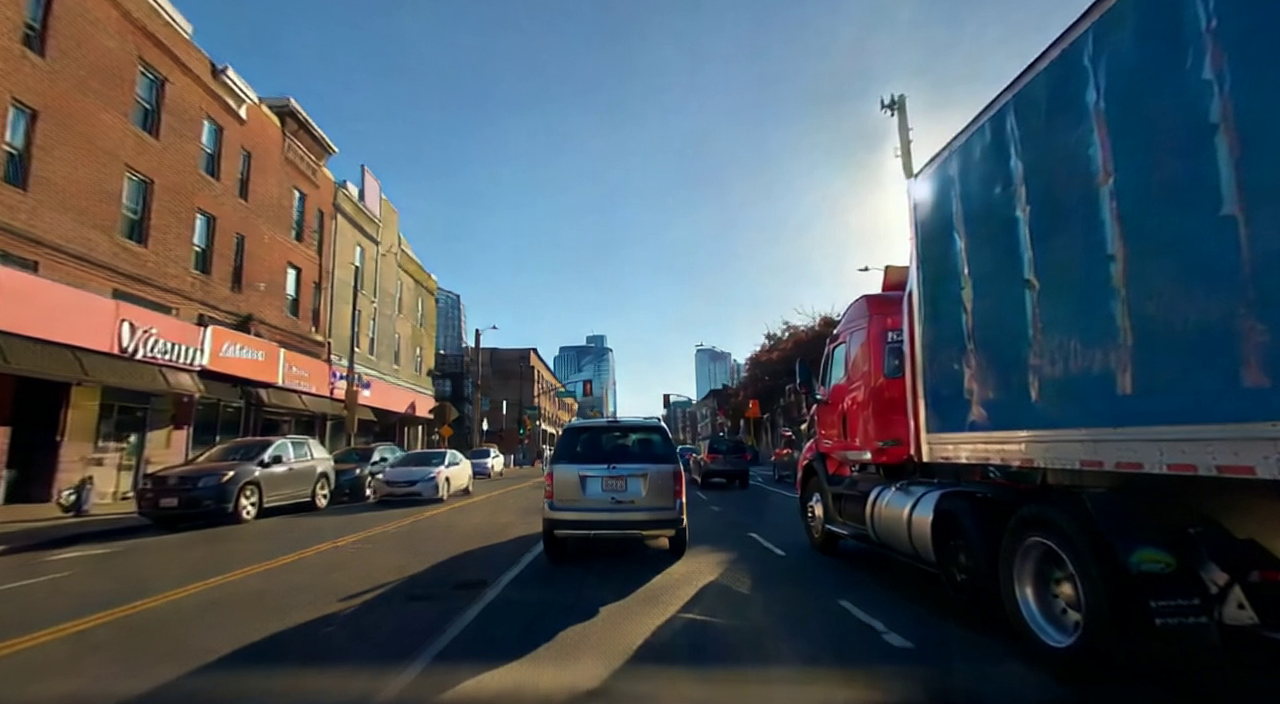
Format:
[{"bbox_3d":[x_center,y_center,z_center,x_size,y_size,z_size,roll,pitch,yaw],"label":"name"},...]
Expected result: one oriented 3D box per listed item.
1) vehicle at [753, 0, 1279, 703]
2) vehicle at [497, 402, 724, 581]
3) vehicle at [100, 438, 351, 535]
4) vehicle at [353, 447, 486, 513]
[{"bbox_3d":[2.913,-0.010,2.891,2.913,3.771,9.716,0,-8,0],"label":"vehicle"},{"bbox_3d":[-0.279,1.743,8.710,2.283,1.783,4.548,0,-8,1],"label":"vehicle"},{"bbox_3d":[-8.846,2.863,14.282,2.065,1.758,5.144,-1,-8,2],"label":"vehicle"},{"bbox_3d":[-5.700,3.319,17.005,1.997,1.467,4.373,-1,-8,0],"label":"vehicle"}]
